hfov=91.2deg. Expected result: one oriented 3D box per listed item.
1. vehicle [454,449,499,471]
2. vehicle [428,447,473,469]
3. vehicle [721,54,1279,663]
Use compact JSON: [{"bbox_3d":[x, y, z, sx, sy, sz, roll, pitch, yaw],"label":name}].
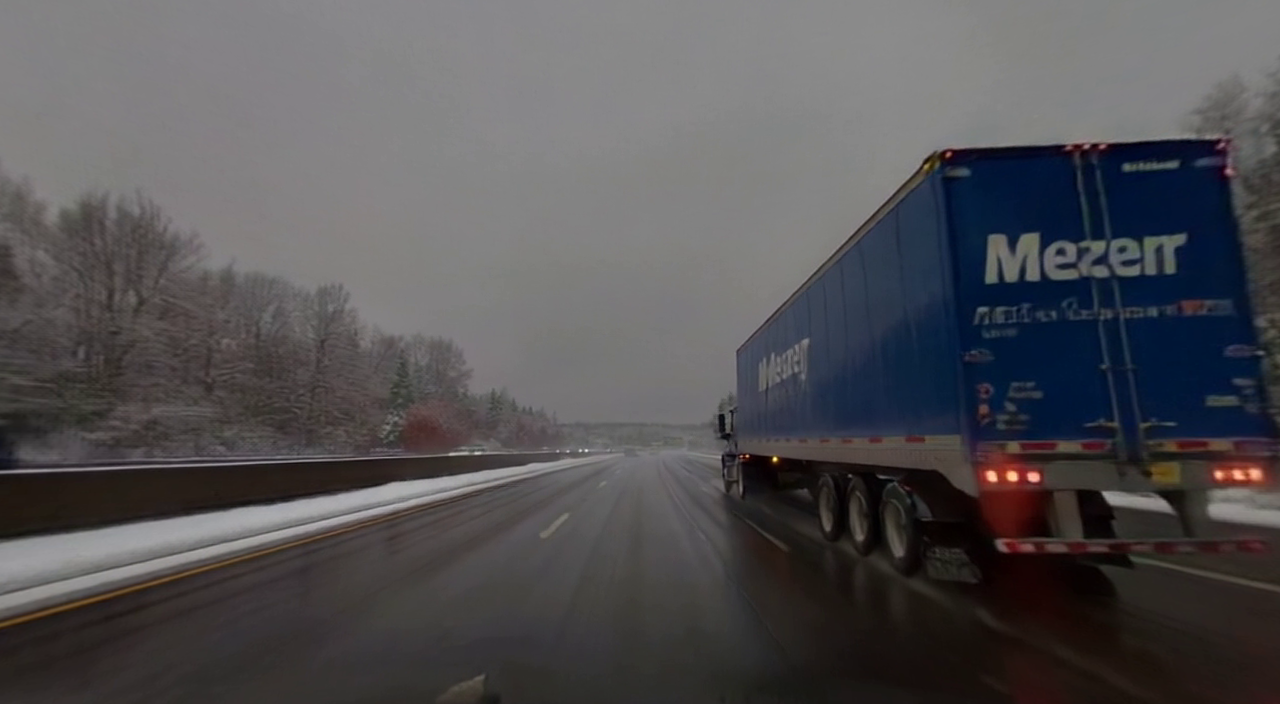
[{"bbox_3d":[-11.522,7.610,44.365,1.911,1.494,4.303,-1,-9,2],"label":"vehicle"},{"bbox_3d":[-14.880,8.297,49.359,2.075,1.608,4.299,-1,-9,2],"label":"vehicle"},{"bbox_3d":[4.105,1.179,12.261,3.003,3.880,16.814,0,-9,1],"label":"vehicle"}]
